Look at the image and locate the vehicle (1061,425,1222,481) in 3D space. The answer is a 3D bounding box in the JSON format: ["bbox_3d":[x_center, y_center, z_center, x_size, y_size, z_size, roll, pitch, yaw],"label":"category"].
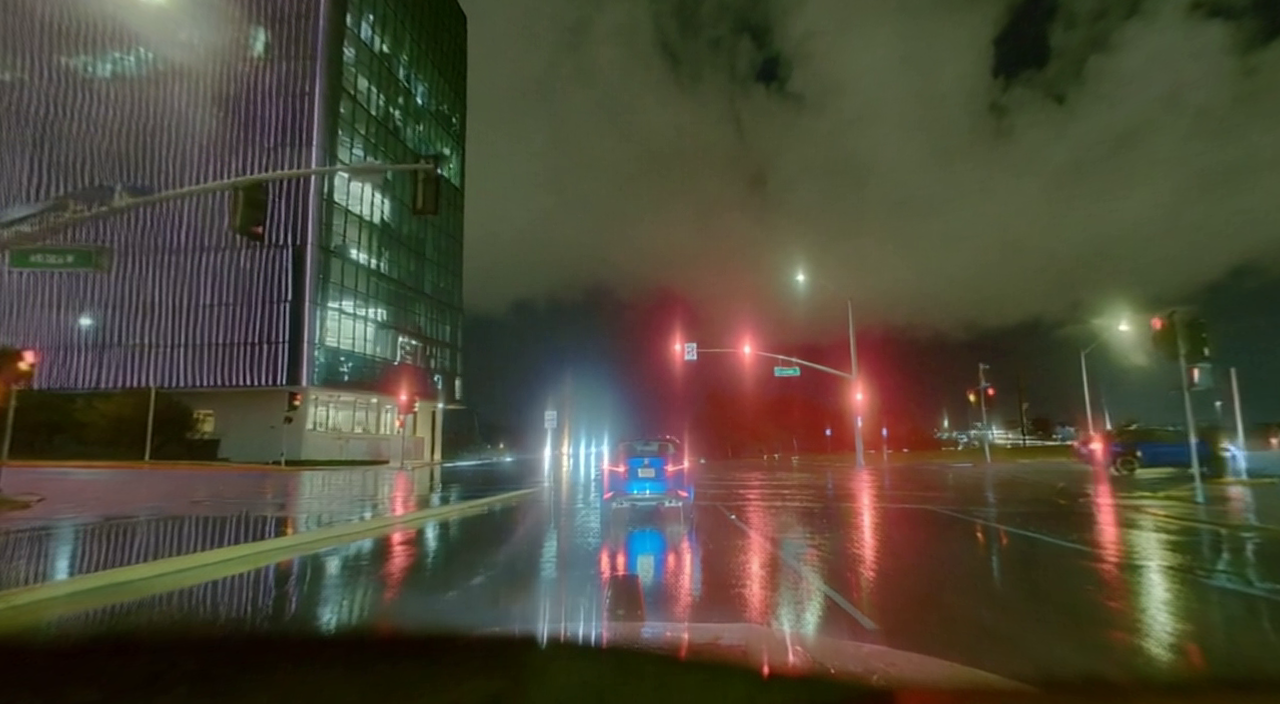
[{"bbox_3d":[17.401,3.489,21.880,4.739,1.749,2.174,4,-9,-21],"label":"vehicle"}]

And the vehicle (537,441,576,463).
[{"bbox_3d":[-6.343,7.661,48.297,2.113,1.535,4.504,0,-9,3],"label":"vehicle"}]

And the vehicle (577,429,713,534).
[{"bbox_3d":[0.188,2.240,11.492,2.014,1.525,4.197,0,-9,3],"label":"vehicle"}]
